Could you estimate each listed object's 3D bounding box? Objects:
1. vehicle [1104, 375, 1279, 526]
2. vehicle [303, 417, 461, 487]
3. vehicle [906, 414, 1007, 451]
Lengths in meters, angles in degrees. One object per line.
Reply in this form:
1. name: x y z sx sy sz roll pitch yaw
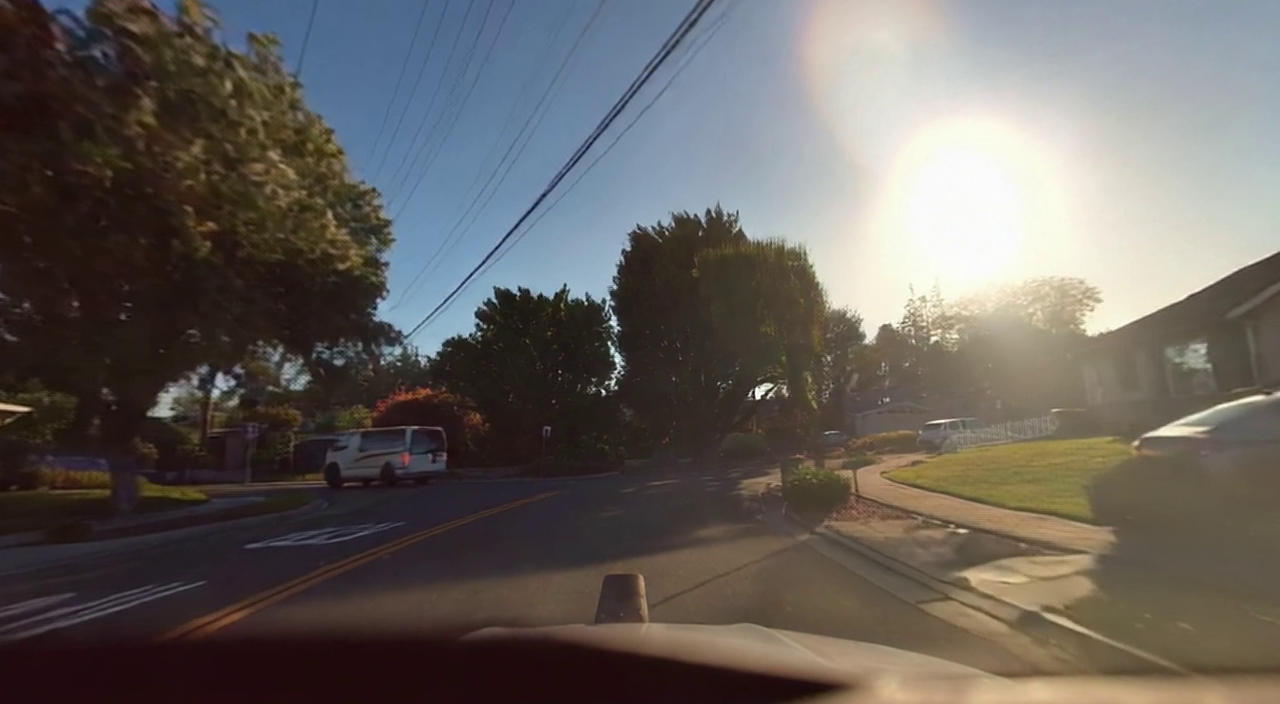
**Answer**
1. vehicle: 9.154 0.973 8.098 4.658 1.536 2.090 -8 -9 -2
2. vehicle: -12.663 4.839 30.875 7.559 3.058 2.929 -5 -10 29
3. vehicle: 19.433 5.028 39.007 2.056 2.014 5.011 7 -12 -40
